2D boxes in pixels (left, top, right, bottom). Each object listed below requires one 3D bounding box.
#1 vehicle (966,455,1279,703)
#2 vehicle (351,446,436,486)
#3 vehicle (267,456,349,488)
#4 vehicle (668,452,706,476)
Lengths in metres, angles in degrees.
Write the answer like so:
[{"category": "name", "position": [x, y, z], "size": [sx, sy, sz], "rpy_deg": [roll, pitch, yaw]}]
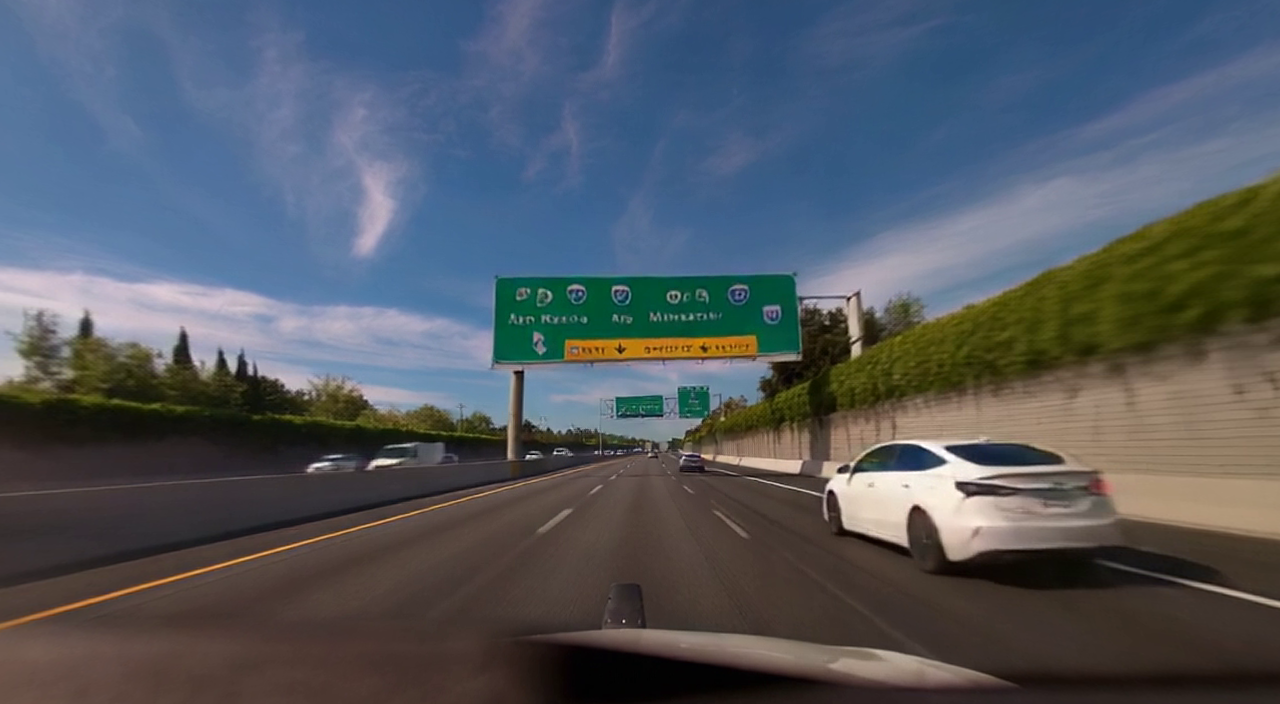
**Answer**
[{"category": "vehicle", "position": [3.532, 1.205, 3.174], "size": [1.883, 1.320, 3.386], "rpy_deg": [0, -9, -1]}, {"category": "vehicle", "position": [-10.836, 5.013, 28.023], "size": [2.025, 1.603, 3.989], "rpy_deg": [0, -9, 2]}, {"category": "vehicle", "position": [-17.661, 6.363, 33.776], "size": [1.936, 1.560, 4.343], "rpy_deg": [0, -9, 1]}, {"category": "vehicle", "position": [2.802, 6.809, 38.535], "size": [2.065, 1.400, 4.028], "rpy_deg": [0, -9, 0]}]
